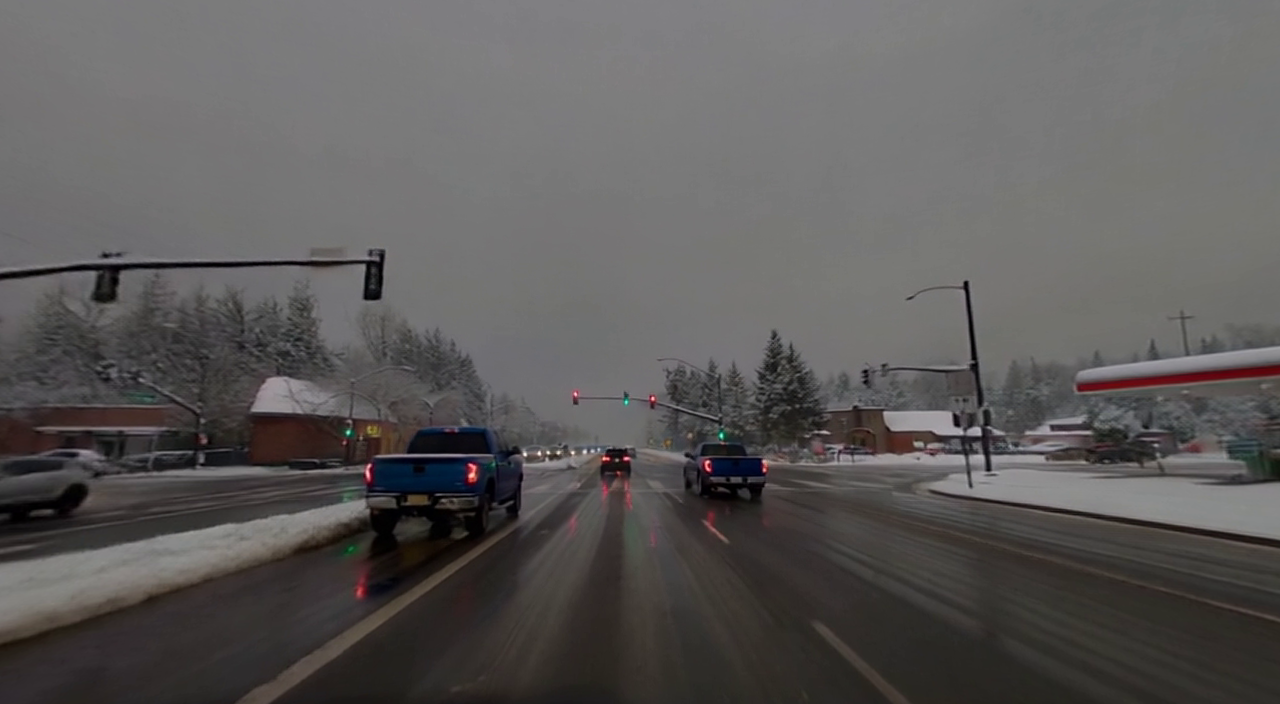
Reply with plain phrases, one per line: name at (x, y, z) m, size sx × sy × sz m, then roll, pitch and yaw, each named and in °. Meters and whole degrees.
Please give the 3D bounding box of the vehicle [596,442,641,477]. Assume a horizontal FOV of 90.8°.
vehicle at (-1.103, 5.253, 31.020) m, size 2.029 × 1.605 × 3.827 m, roll 1°, pitch -9°, yaw -4°

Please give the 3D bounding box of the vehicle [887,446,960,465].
vehicle at (21.771, 7.940, 48.622) m, size 4.789 × 1.455 × 1.986 m, roll 2°, pitch -9°, yaw -11°

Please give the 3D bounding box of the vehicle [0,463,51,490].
vehicle at (-37.803, 7.344, 37.307) m, size 3.849 × 1.510 × 1.865 m, roll 1°, pitch -9°, yaw -9°

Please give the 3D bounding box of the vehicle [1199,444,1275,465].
vehicle at (42.988, 7.390, 45.512) m, size 4.101 × 1.426 × 1.853 m, roll 2°, pitch -9°, yaw -11°

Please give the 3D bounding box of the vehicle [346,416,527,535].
vehicle at (-3.805, 2.427, 13.151) m, size 2.195 × 1.905 × 5.634 m, roll 0°, pitch -9°, yaw -3°

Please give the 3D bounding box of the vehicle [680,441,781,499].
vehicle at (2.502, 3.401, 18.681) m, size 2.061 × 1.487 × 4.462 m, roll 1°, pitch -9°, yaw -3°

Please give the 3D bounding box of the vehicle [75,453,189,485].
vehicle at (-33.009, 7.580, 41.190) m, size 5.204 × 1.963 × 2.395 m, roll 0°, pitch -9°, yaw -2°
